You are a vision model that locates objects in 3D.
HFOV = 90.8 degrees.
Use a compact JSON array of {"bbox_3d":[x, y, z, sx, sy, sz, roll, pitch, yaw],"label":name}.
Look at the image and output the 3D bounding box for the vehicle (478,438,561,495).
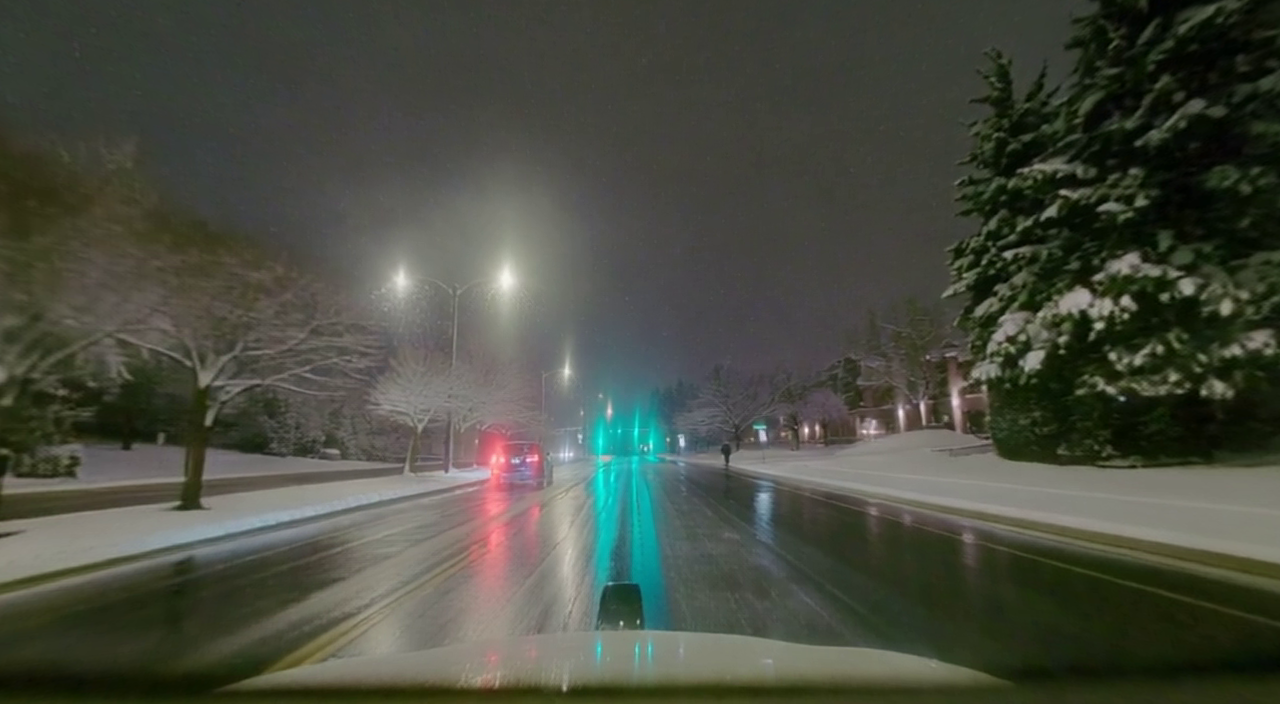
[{"bbox_3d":[-4.014,3.880,21.841,1.993,1.733,4.262,-1,-9,1],"label":"vehicle"}]
